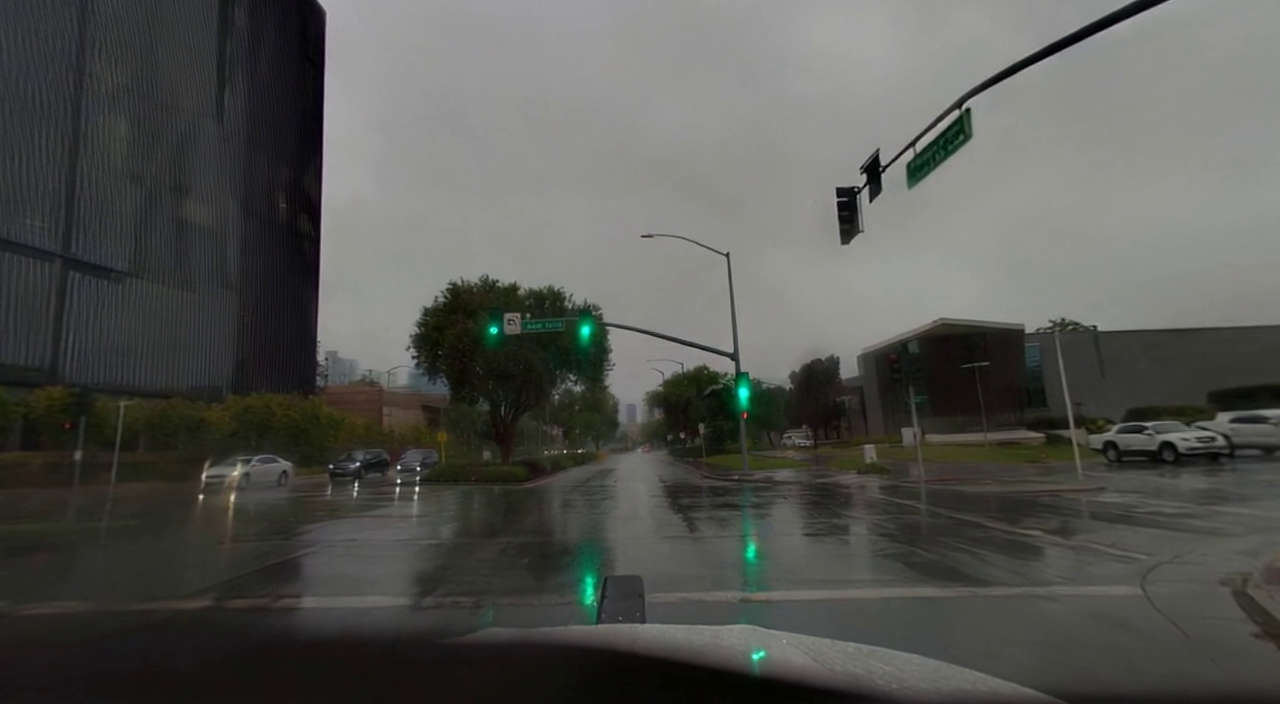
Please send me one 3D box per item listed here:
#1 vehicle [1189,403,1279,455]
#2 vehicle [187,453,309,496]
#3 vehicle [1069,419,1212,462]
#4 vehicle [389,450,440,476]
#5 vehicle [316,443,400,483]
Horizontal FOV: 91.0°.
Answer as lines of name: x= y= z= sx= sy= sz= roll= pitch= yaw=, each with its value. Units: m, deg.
vehicle: x=24.404 y=2.944 z=24.069 sx=2.109 sy=1.836 sz=5.080 roll=-2 pitch=-10 yaw=-1
vehicle: x=-14.935 y=4.654 z=24.335 sx=1.790 sy=1.437 sz=4.349 roll=0 pitch=-9 yaw=2
vehicle: x=19.086 y=3.455 z=24.341 sx=1.834 sy=1.480 sz=4.458 roll=0 pitch=-9 yaw=-1
vehicle: x=-15.133 y=7.450 z=42.439 sx=1.932 sy=1.605 sz=4.146 roll=0 pitch=-9 yaw=-1
vehicle: x=-14.847 y=5.866 z=33.542 sx=2.091 sy=1.915 sz=5.040 roll=0 pitch=-9 yaw=0
